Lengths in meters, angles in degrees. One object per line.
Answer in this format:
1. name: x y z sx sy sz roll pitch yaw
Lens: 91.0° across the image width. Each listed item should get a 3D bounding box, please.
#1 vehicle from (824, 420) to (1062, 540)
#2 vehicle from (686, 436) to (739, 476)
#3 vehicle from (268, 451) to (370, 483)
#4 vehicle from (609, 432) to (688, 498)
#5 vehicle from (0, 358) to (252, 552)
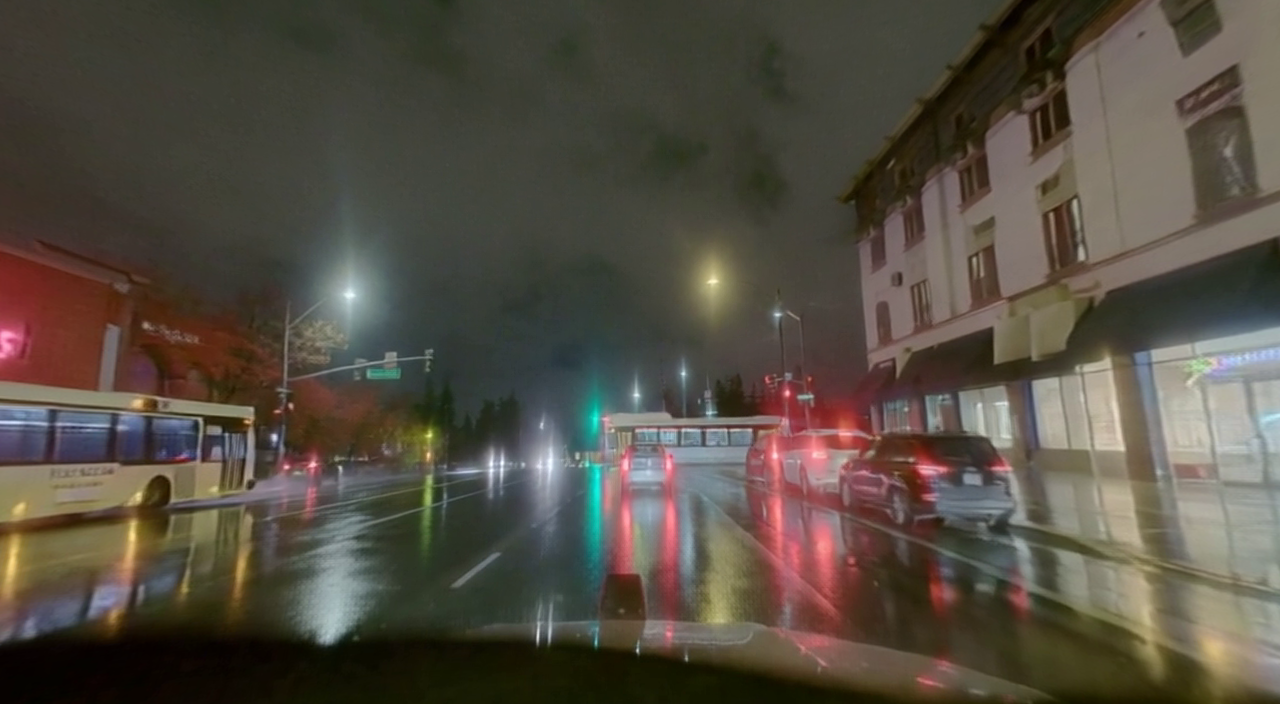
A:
1. vehicle: 4.975 2.164 11.210 2.014 1.681 4.332 0 -9 -1
2. vehicle: 3.294 4.843 29.443 2.222 1.688 3.952 0 -9 3
3. vehicle: -19.650 7.019 38.667 5.016 1.792 2.250 -1 -9 7
4. vehicle: 0.174 3.356 19.049 2.089 1.699 4.650 1 -9 -1
5. vehicle: -12.863 1.896 11.664 3.356 3.365 12.460 0 -9 0
